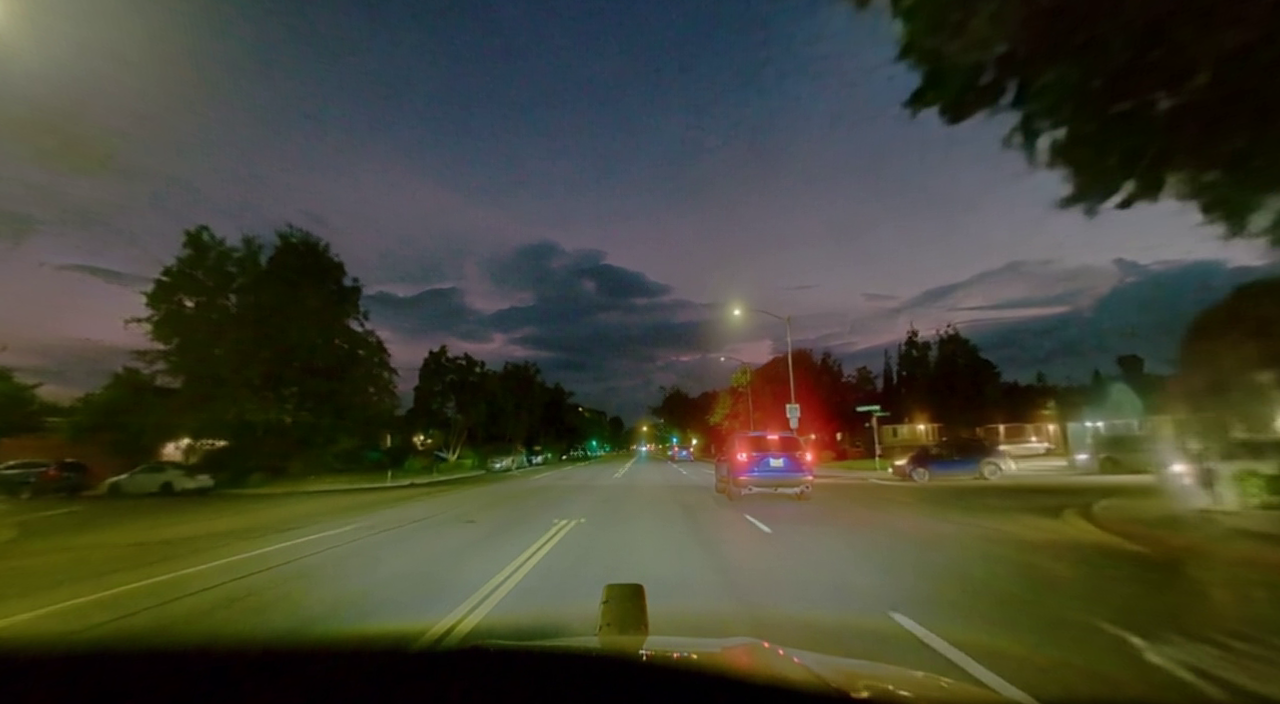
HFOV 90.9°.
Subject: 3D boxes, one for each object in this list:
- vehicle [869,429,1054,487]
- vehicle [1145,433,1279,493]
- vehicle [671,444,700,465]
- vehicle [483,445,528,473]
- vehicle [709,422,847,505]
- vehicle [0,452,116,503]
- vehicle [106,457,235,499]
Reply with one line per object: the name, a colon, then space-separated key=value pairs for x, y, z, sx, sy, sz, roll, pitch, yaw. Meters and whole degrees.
vehicle: x=11.600 y=3.847 z=23.005 sx=5.539 sy=1.729 sz=2.145 roll=-2 pitch=-8 yaw=-3
vehicle: x=16.440 y=3.025 z=17.342 sx=3.467 sy=1.520 sz=1.801 roll=0 pitch=-8 yaw=1
vehicle: x=3.325 y=7.599 z=46.920 sx=1.956 sy=1.492 sz=4.425 roll=-1 pitch=-8 yaw=2
vehicle: x=-10.243 y=8.178 z=48.478 sx=2.261 sy=1.851 sz=5.724 roll=-3 pitch=-8 yaw=-1
vehicle: x=3.482 y=2.990 z=17.417 sx=2.497 sy=1.889 sz=5.833 roll=0 pitch=-8 yaw=0
vehicle: x=-26.359 y=5.346 z=27.029 sx=5.604 sy=2.035 sz=2.291 roll=0 pitch=-9 yaw=0
vehicle: x=-20.135 y=5.410 z=27.167 sx=3.986 sy=1.665 sz=1.888 roll=0 pitch=-8 yaw=1
